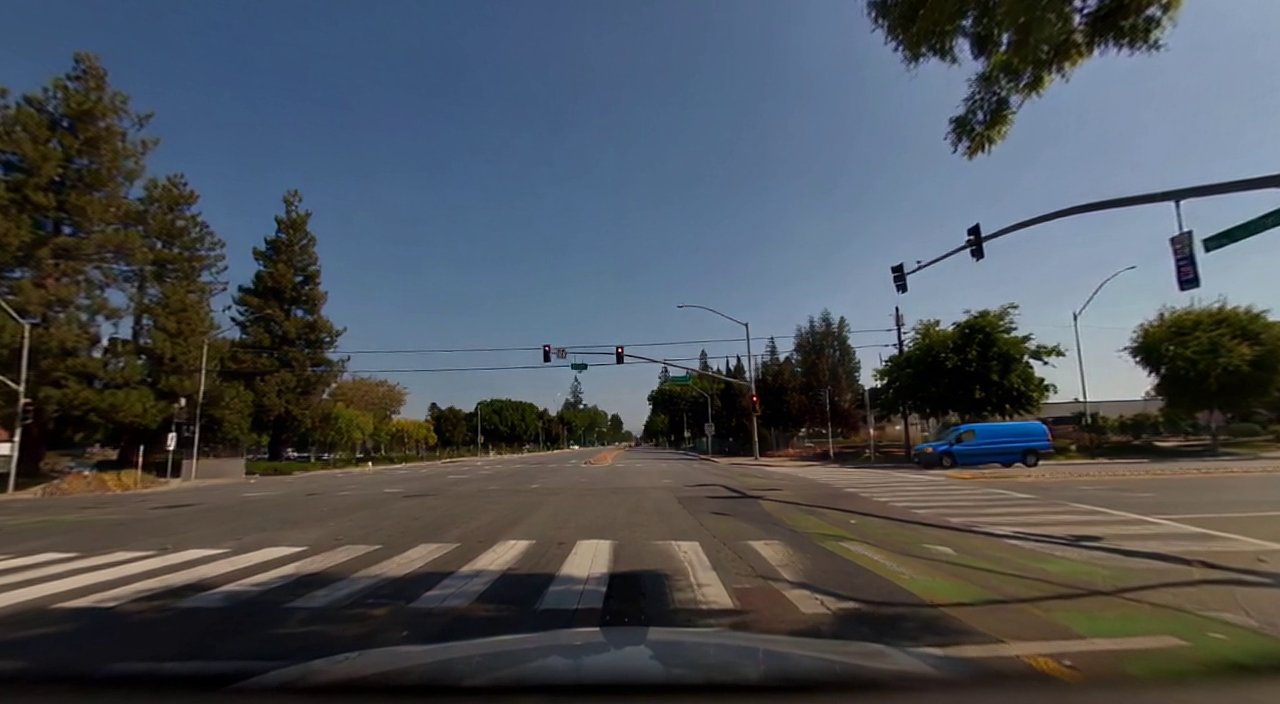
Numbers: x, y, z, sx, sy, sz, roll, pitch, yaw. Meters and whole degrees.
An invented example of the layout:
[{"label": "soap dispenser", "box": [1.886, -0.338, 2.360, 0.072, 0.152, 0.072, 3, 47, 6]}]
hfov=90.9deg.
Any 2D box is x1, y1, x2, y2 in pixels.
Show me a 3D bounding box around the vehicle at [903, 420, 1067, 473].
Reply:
[{"label": "vehicle", "box": [12.436, 3.428, 22.962, 4.790, 1.798, 1.909, 0, -8, 1]}]
